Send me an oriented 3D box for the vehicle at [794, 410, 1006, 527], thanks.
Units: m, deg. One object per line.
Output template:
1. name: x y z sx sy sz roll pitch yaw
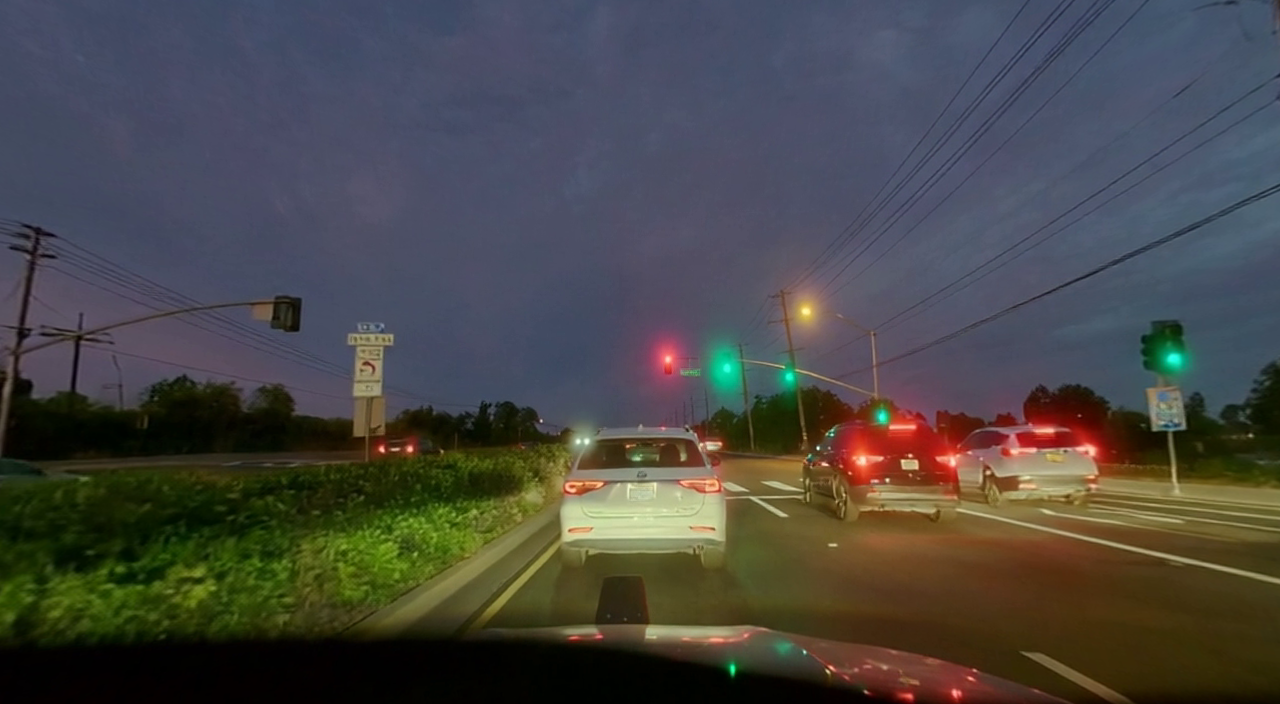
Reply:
1. vehicle: 4.439 2.073 11.678 2.140 1.753 4.256 0 -8 1

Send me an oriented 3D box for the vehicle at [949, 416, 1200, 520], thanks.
1. vehicle: 8.298 2.256 12.688 1.993 1.712 4.322 0 -8 1

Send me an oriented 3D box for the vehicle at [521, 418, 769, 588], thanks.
1. vehicle: 0.063 1.676 7.894 2.208 1.498 4.401 0 -8 1

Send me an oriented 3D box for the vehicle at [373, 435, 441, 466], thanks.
1. vehicle: -16.049 6.840 43.846 2.262 1.967 5.814 -1 -8 3
